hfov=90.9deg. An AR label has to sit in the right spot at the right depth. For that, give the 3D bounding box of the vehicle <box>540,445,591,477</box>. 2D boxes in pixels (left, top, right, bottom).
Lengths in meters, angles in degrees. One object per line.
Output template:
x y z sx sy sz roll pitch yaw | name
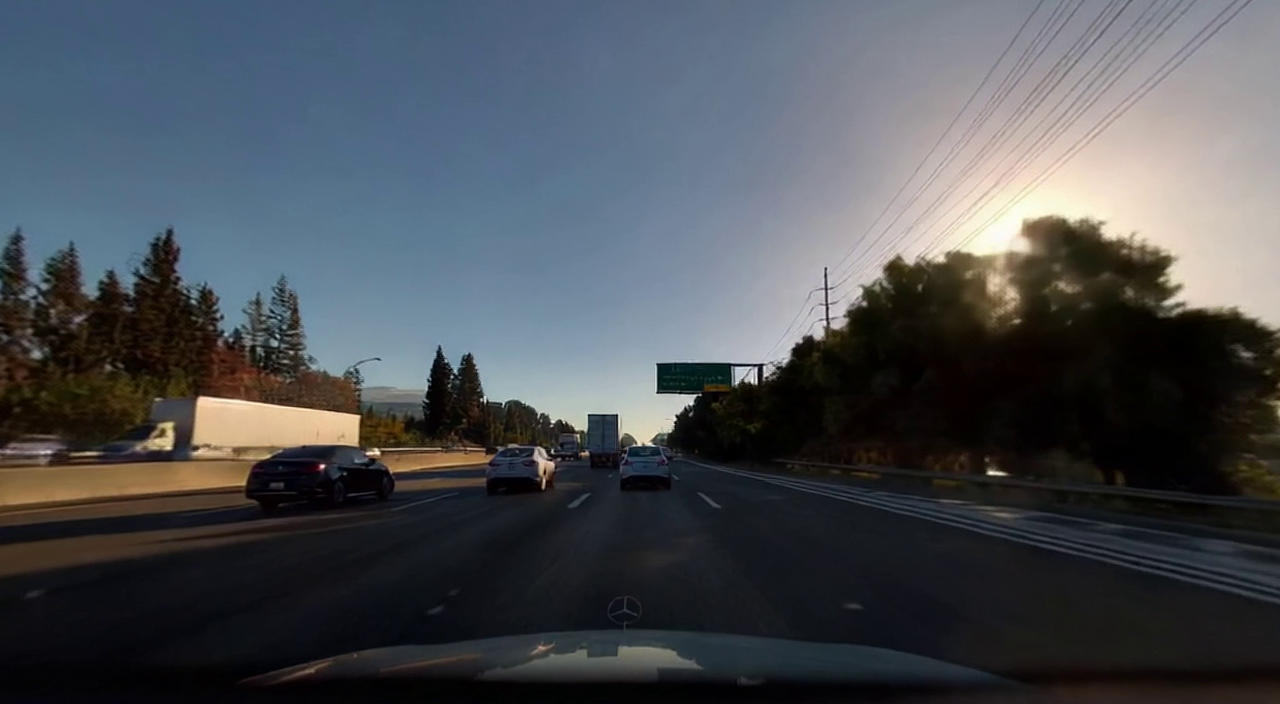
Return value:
-3.516 5.222 30.442 2.013 1.437 3.801 0 -9 0 | vehicle

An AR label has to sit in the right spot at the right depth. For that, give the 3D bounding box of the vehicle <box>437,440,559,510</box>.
-3.252 2.905 15.358 1.912 1.464 4.115 0 -9 1 | vehicle

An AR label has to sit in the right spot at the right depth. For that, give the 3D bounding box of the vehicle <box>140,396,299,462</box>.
-27.860 5.377 42.864 3.150 3.842 11.127 0 -9 0 | vehicle

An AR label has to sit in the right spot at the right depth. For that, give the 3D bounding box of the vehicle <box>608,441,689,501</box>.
0.156 3.327 18.096 2.018 1.470 4.491 0 -9 -2 | vehicle

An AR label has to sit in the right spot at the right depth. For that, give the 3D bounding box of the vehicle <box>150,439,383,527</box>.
-7.145 2.519 12.783 1.867 1.445 4.499 0 -9 2 | vehicle

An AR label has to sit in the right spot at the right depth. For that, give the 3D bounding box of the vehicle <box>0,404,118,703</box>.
-3.712 0.735 1.063 1.883 1.500 4.373 0 -9 0 | vehicle
